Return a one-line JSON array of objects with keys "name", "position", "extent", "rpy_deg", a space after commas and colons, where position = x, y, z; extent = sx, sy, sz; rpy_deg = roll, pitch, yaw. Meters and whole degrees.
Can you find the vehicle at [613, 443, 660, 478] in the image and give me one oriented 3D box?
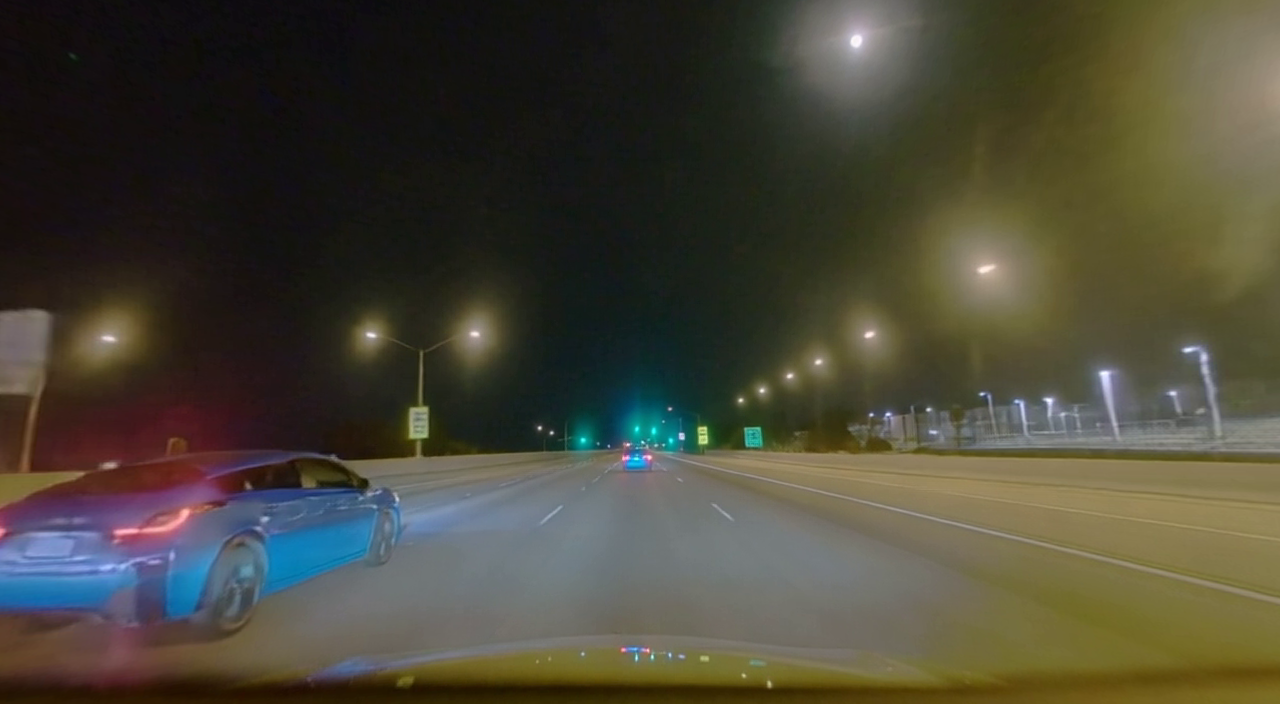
[{"name": "vehicle", "position": [-0.189, 5.081, 29.550], "extent": [2.055, 1.501, 4.321], "rpy_deg": [0, -9, -1]}]
